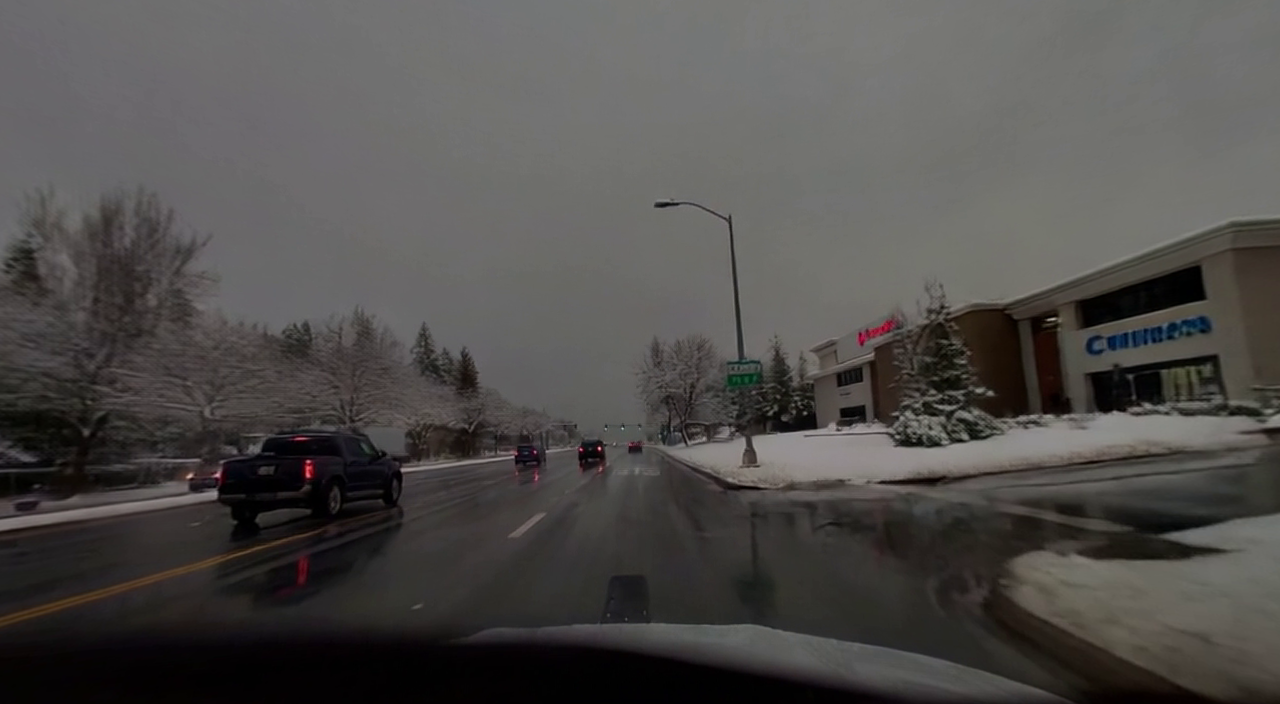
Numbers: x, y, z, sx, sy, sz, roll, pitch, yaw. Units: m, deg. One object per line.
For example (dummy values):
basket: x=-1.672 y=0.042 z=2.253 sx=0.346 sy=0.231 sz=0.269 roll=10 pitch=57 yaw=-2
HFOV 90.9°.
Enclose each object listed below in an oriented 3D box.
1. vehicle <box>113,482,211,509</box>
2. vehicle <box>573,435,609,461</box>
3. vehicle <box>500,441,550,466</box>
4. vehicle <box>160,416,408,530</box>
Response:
vehicle: x=-18.352 y=5.521 z=24.383 sx=0.944 sy=0.724 sz=3.568 roll=1 pitch=-9 yaw=2
vehicle: x=-3.220 y=6.429 z=42.249 sx=2.100 sy=1.661 sz=3.837 roll=0 pitch=-8 yaw=1
vehicle: x=-6.844 y=6.096 z=37.943 sx=2.072 sy=1.427 sz=4.328 roll=0 pitch=-8 yaw=1
vehicle: x=-6.730 y=2.342 z=12.779 sx=2.137 sy=1.835 sz=4.844 roll=0 pitch=-8 yaw=0
